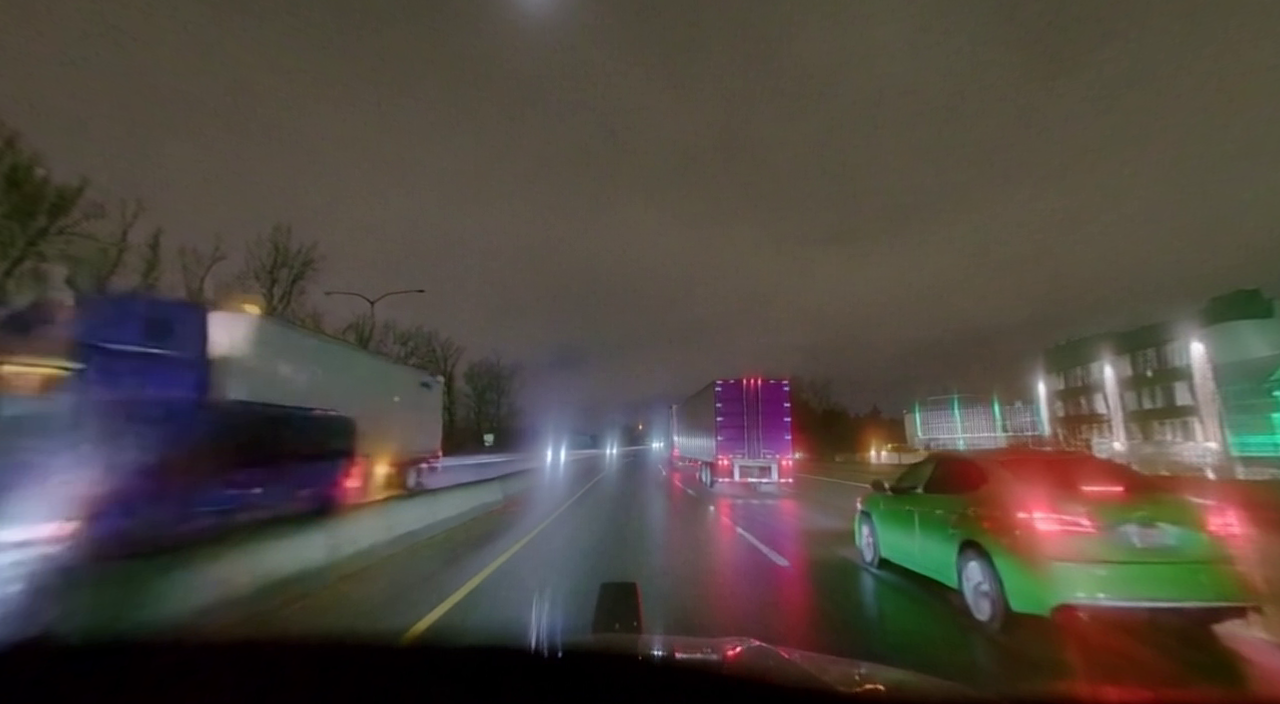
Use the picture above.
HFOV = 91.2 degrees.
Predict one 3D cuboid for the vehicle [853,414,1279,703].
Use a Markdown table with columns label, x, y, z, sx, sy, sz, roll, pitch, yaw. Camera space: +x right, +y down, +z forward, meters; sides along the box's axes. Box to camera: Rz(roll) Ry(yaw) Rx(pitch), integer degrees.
| label | x | y | z | sx | sy | sz | roll | pitch | yaw |
| --- | --- | --- | --- | --- | --- | --- | --- | --- | --- |
| vehicle | 3.532 | 1.420 | 5.361 | 1.971 | 1.558 | 3.834 | 0 | -9 | -1 |

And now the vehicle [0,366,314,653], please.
| label | x | y | z | sx | sy | sz | roll | pitch | yaw |
| --- | --- | --- | --- | --- | --- | --- | --- | --- | --- |
| vehicle | -5.058 | 1.215 | 5.310 | 2.038 | 1.801 | 4.594 | -1 | -9 | 1 |

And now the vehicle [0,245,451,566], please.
| label | x | y | z | sx | sy | sz | roll | pitch | yaw |
| --- | --- | --- | --- | --- | --- | --- | --- | --- | --- |
| vehicle | -8.751 | 1.828 | 15.681 | 2.954 | 4.061 | 15.604 | -1 | -9 | 1 |

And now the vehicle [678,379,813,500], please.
| label | x | y | z | sx | sy | sz | roll | pitch | yaw |
| --- | --- | --- | --- | --- | --- | --- | --- | --- | --- |
| vehicle | 3.546 | 3.691 | 25.828 | 2.916 | 3.563 | 14.462 | 0 | -9 | -1 |
